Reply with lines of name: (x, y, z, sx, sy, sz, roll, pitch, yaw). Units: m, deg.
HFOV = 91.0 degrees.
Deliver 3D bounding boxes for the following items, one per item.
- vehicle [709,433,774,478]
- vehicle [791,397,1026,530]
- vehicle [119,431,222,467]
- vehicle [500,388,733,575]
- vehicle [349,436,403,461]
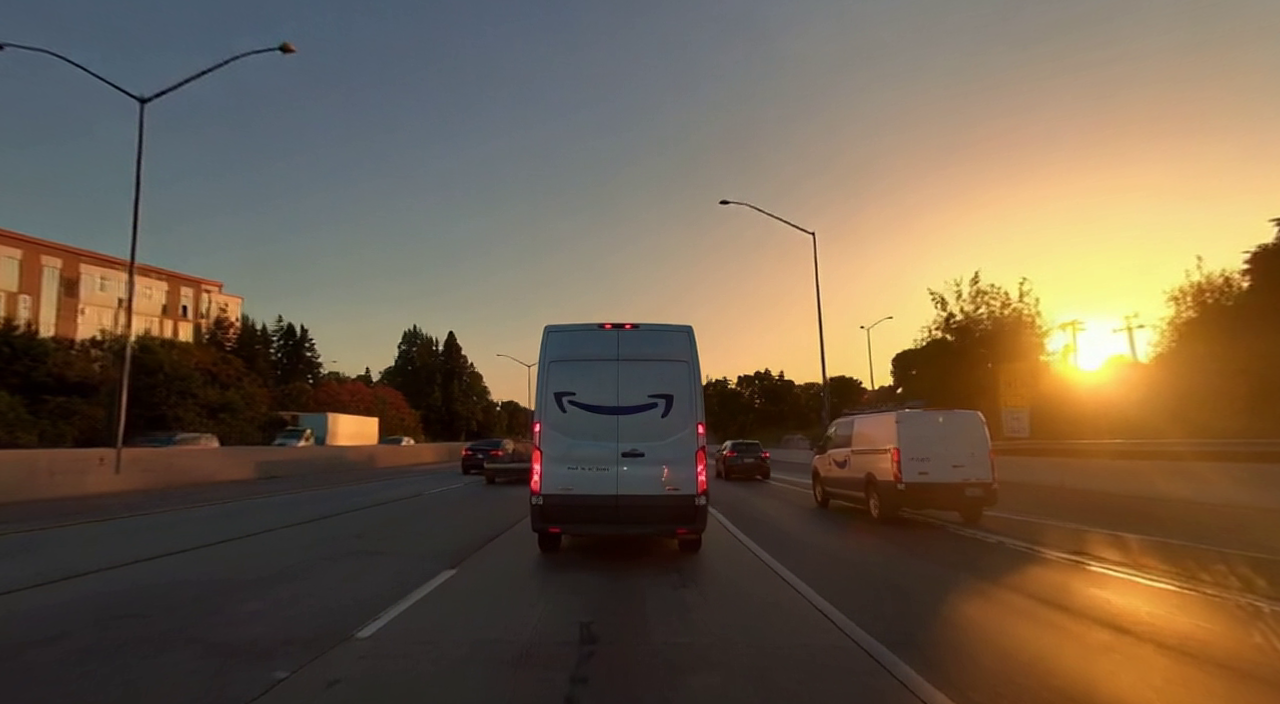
vehicle: (4.211, 4.383, 26.843, 2.064, 1.720, 4.416, 0, -9, 1)
vehicle: (4.726, 2.095, 12.291, 2.179, 1.999, 5.331, 1, -9, -1)
vehicle: (-19.333, 4.010, 26.112, 1.541, 1.399, 3.472, 1, -8, 0)
vehicle: (-0.198, 1.603, 8.479, 2.287, 1.823, 4.369, 0, -9, 1)
vehicle: (-16.055, 5.887, 38.467, 1.619, 1.467, 3.619, 0, -8, 1)
